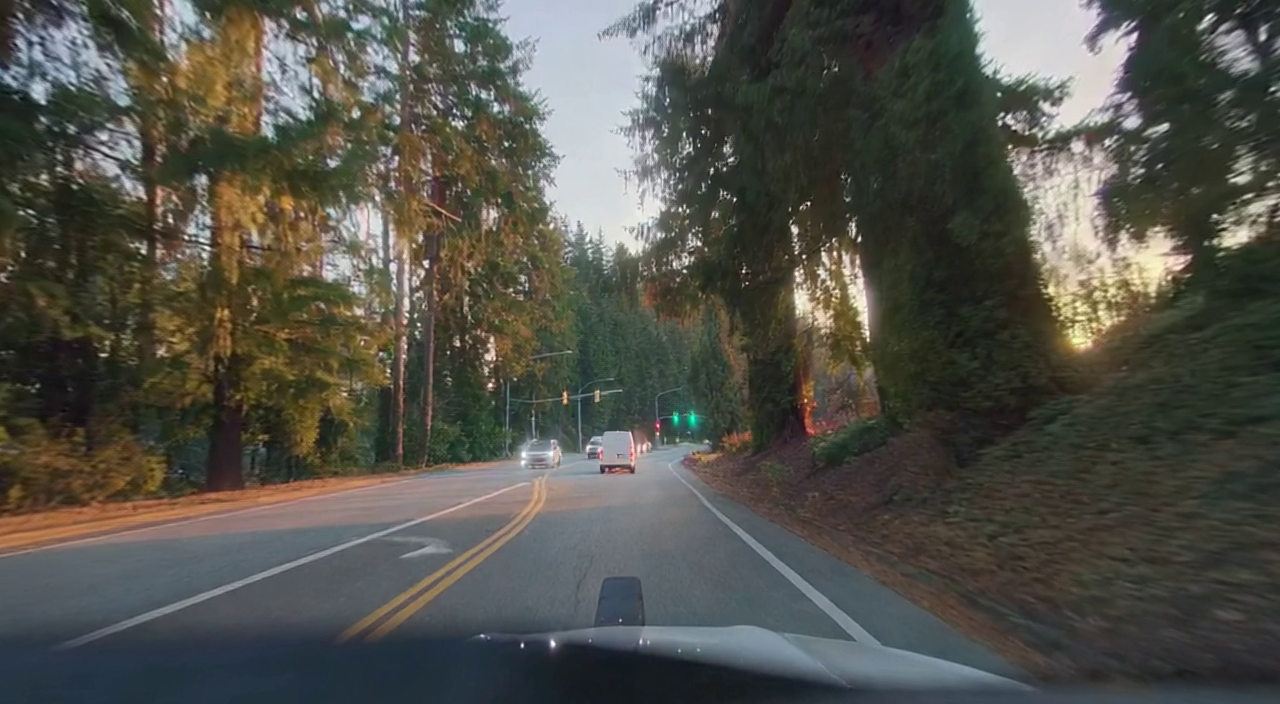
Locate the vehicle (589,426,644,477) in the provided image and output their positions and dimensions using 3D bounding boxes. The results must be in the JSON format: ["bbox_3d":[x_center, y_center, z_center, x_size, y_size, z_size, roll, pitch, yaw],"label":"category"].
[{"bbox_3d":[-1.104,4.665,29.631,2.362,2.185,5.212,0,-8,-2],"label":"vehicle"}]

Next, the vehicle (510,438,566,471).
[{"bbox_3d":[-5.348,5.451,33.631,2.051,1.648,4.451,0,-8,3],"label":"vehicle"}]
